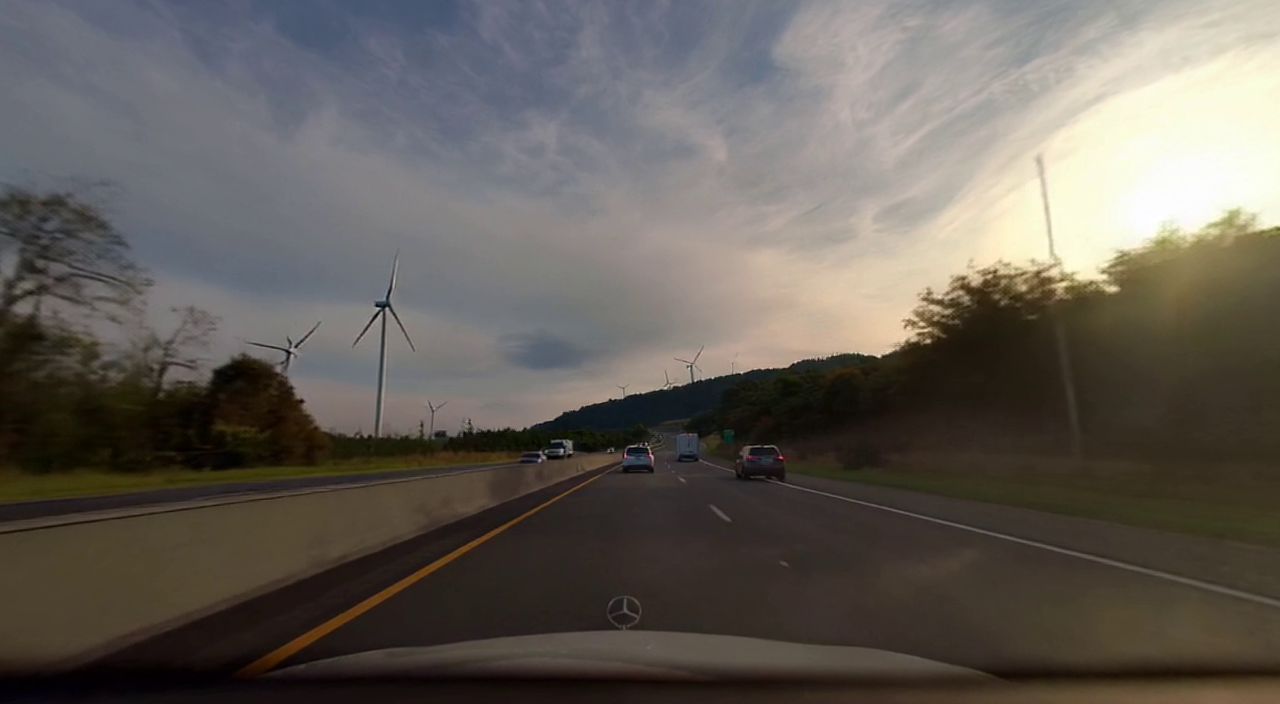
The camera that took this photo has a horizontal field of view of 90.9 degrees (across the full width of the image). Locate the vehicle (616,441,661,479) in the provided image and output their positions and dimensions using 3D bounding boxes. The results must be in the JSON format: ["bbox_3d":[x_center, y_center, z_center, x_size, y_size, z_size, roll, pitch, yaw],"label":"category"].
[{"bbox_3d":[-0.045,5.272,31.005,2.038,1.723,4.150,0,-9,1],"label":"vehicle"}]

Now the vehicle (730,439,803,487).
[{"bbox_3d":[4.944,4.389,25.265,2.040,1.721,4.507,0,-9,1],"label":"vehicle"}]
